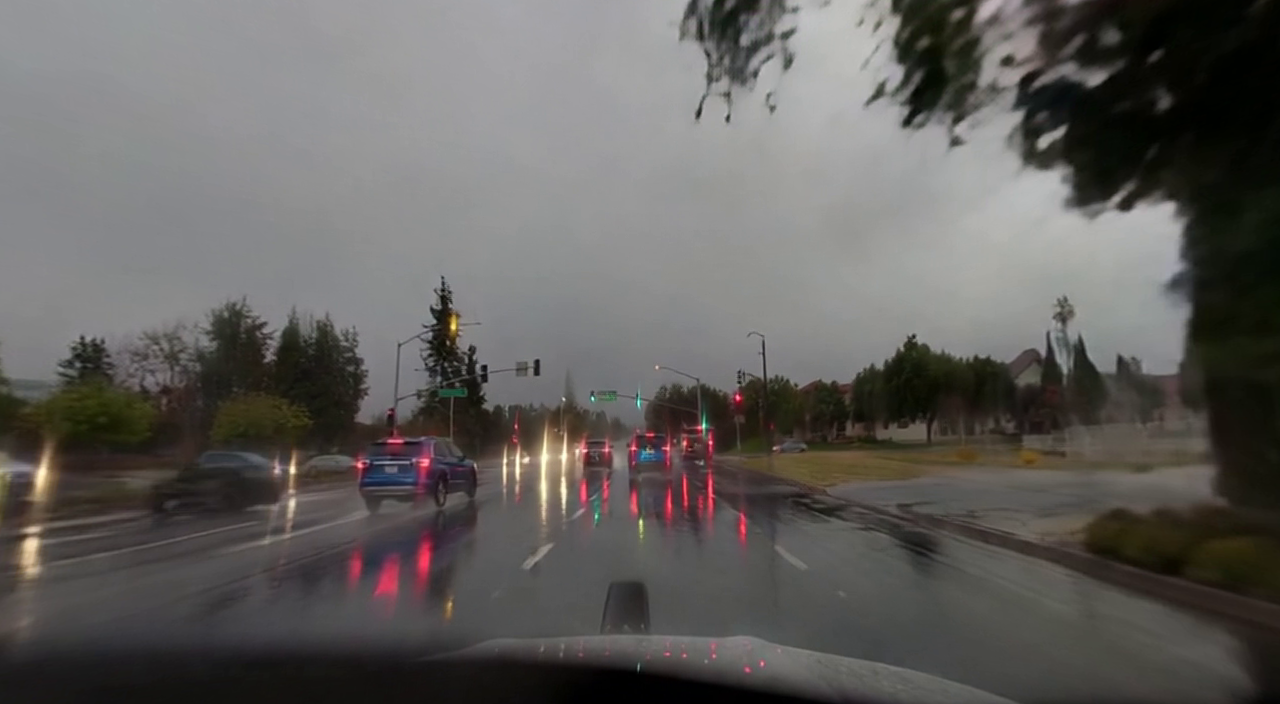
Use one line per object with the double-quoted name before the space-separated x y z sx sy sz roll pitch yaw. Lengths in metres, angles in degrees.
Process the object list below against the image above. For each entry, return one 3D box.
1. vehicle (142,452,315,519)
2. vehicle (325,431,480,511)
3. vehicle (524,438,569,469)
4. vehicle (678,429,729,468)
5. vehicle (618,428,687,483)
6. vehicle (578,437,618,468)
"vehicle" -11.717 3.779 18.454 1.924 1.533 4.714 -5 -9 1
"vehicle" -5.614 2.863 15.641 2.052 1.664 4.476 0 -9 1
"vehicle" -5.498 6.052 37.619 2.108 1.689 4.316 0 -9 -2
"vehicle" 3.539 5.569 36.404 2.338 2.063 5.672 0 -9 0
"vehicle" 0.422 3.704 22.749 2.235 1.778 4.178 0 -9 1
"vehicle" -2.421 5.935 37.287 2.058 1.659 4.514 0 -9 0
